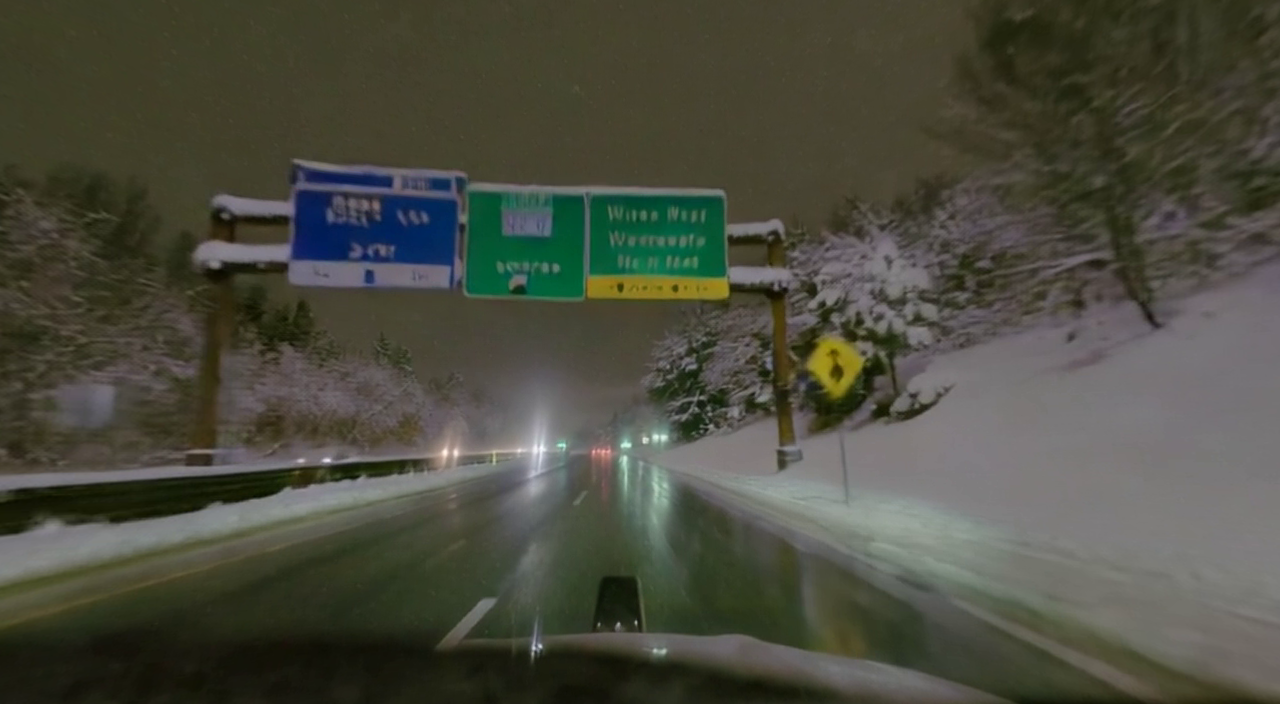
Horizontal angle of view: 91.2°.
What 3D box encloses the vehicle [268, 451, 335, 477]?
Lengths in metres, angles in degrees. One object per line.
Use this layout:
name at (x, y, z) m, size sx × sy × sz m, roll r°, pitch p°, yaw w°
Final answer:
vehicle at (-21.192, 7.005, 39.416) m, size 1.790 × 1.464 × 4.417 m, roll 0°, pitch -9°, yaw -1°
